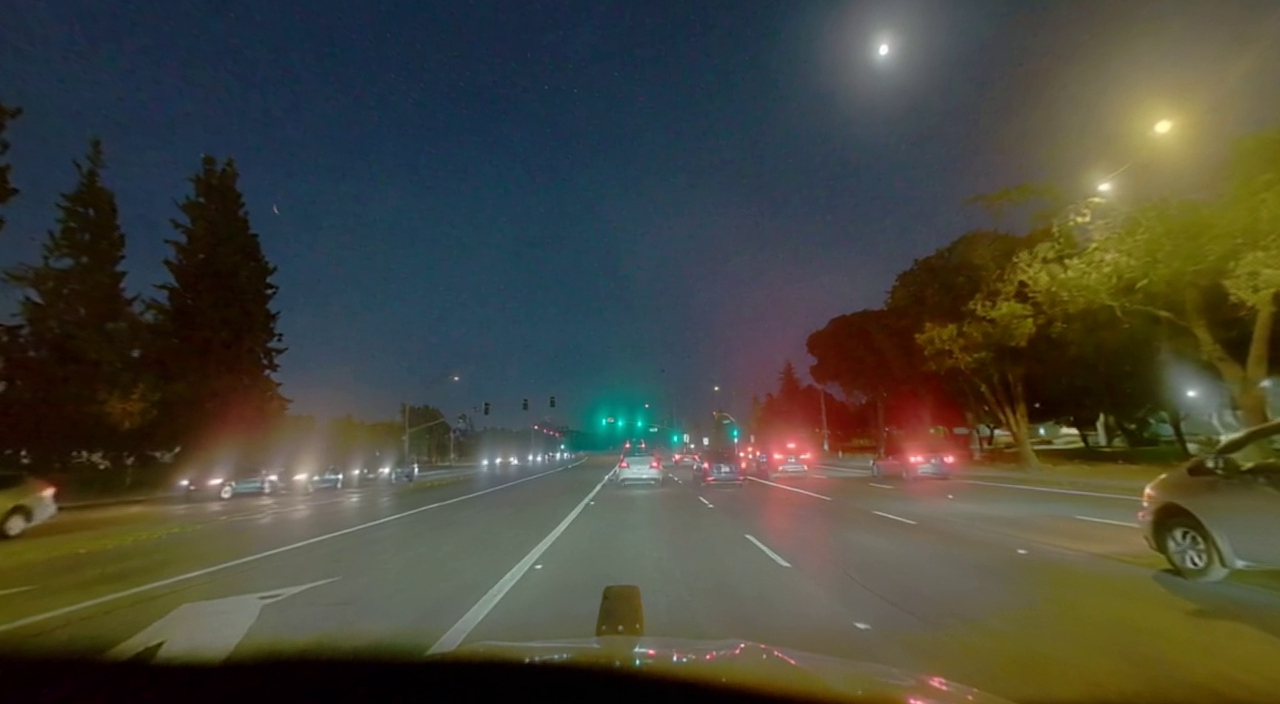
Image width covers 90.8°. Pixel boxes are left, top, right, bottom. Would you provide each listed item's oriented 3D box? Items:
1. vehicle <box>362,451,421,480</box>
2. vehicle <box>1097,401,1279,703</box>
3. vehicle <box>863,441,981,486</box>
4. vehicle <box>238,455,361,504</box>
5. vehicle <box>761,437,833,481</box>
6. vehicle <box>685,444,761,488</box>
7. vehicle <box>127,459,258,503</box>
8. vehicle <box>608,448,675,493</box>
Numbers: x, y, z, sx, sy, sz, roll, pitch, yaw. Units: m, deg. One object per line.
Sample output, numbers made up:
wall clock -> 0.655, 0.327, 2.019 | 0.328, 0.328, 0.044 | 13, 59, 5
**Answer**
vehicle -> -15.783, 7.205, 40.368 | 1.935, 1.736, 4.531 | 0, -9, 0
vehicle -> 3.455, 0.725, 1.052 | 1.959, 1.472, 4.571 | 0, -9, 0
vehicle -> 10.194, 4.060, 23.382 | 1.890, 1.488, 5.113 | 0, -9, -2
vehicle -> -12.043, 4.495, 22.728 | 1.896, 1.484, 4.473 | 0, -9, 0
vehicle -> 6.484, 4.471, 26.533 | 1.931, 1.685, 4.054 | 0, -9, -1
vehicle -> 2.938, 4.136, 23.405 | 1.970, 1.445, 4.974 | 0, -9, -2
vehicle -> -19.004, 5.447, 27.190 | 1.992, 1.607, 4.965 | 0, -9, -1
vehicle -> -0.009, 3.866, 21.008 | 1.990, 1.347, 4.067 | 0, -9, -1
